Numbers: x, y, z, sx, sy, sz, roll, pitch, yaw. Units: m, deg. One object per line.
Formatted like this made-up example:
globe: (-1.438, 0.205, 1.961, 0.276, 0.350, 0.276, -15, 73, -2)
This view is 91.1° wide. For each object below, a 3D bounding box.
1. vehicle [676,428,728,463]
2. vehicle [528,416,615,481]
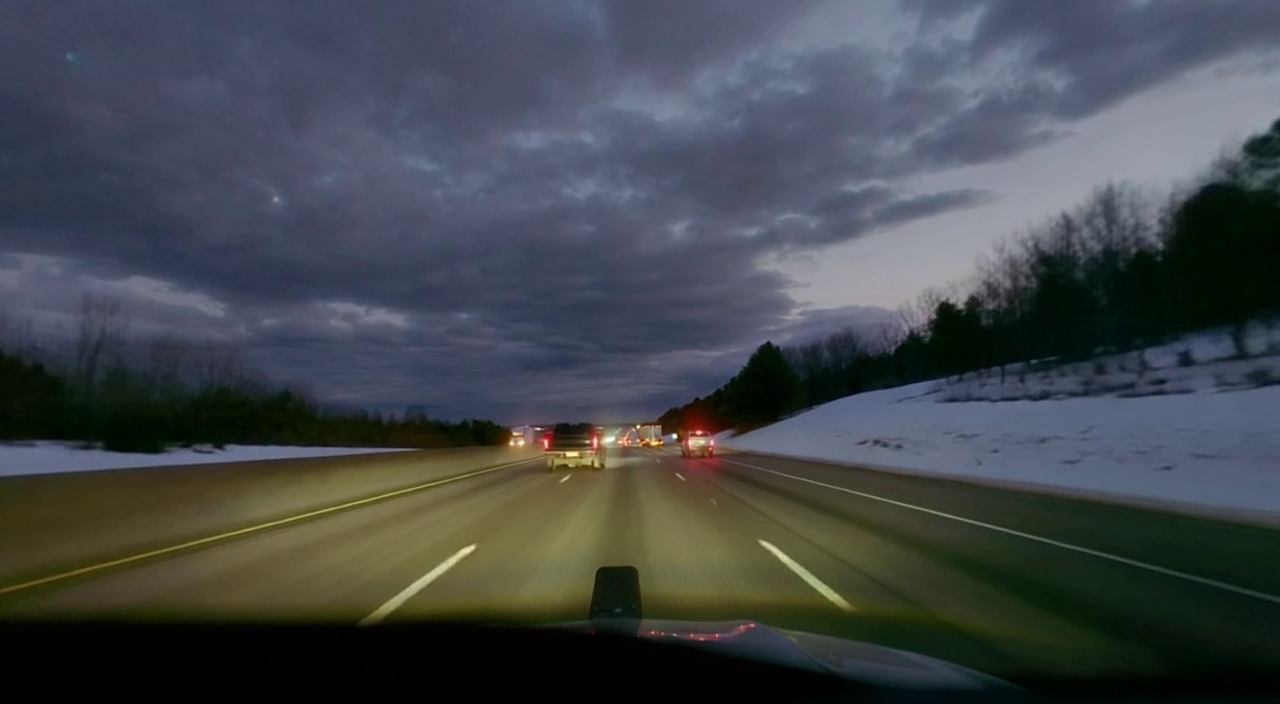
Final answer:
vehicle: (3.134, 4.838, 32.828, 2.124, 1.696, 4.173, 0, -8, -3)
vehicle: (-1.970, 2.963, 19.642, 2.185, 1.772, 4.656, 0, -8, 0)
